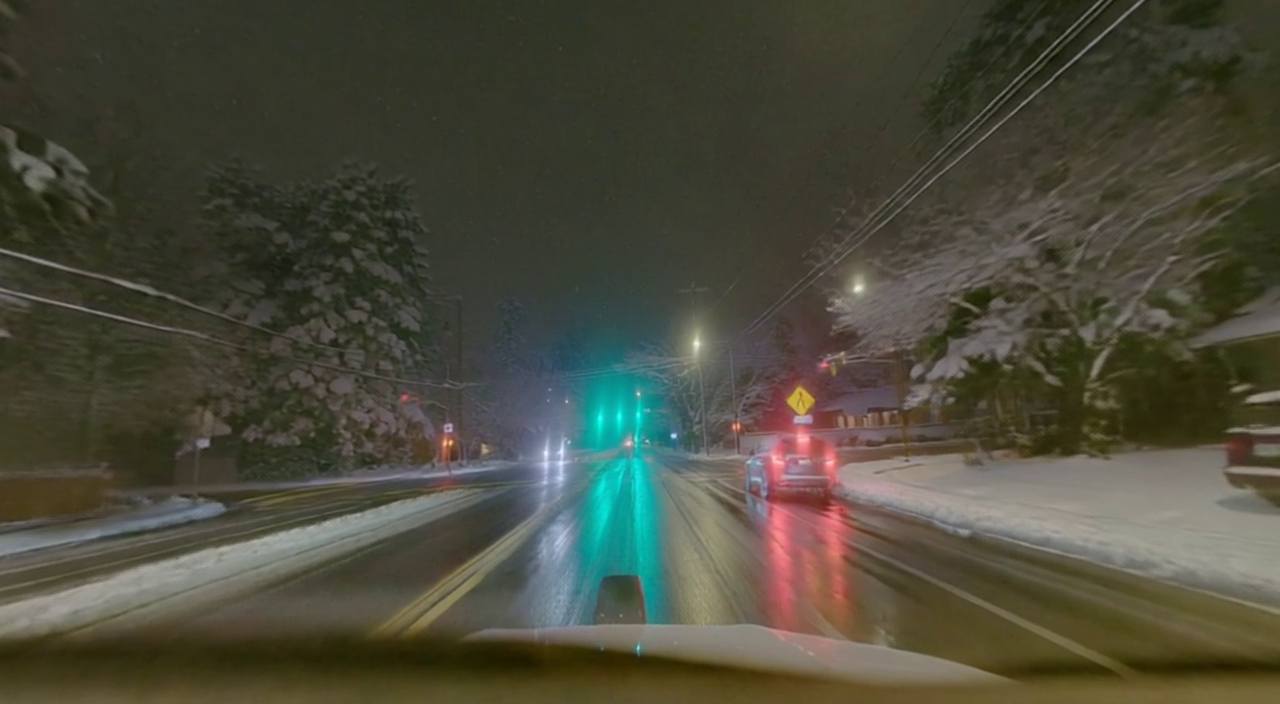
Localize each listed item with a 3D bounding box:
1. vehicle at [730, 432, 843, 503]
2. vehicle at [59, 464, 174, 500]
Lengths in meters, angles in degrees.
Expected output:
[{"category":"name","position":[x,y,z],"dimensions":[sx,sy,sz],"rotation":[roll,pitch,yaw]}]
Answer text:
[{"category":"vehicle","position":[3.778,3.039,17.123],"dimensions":[1.900,1.661,4.346],"rotation":[0,-8,-2]},{"category":"vehicle","position":[-29.772,7.378,36.064],"dimensions":[4.830,1.521,1.948],"rotation":[-5,-9,-2]}]
